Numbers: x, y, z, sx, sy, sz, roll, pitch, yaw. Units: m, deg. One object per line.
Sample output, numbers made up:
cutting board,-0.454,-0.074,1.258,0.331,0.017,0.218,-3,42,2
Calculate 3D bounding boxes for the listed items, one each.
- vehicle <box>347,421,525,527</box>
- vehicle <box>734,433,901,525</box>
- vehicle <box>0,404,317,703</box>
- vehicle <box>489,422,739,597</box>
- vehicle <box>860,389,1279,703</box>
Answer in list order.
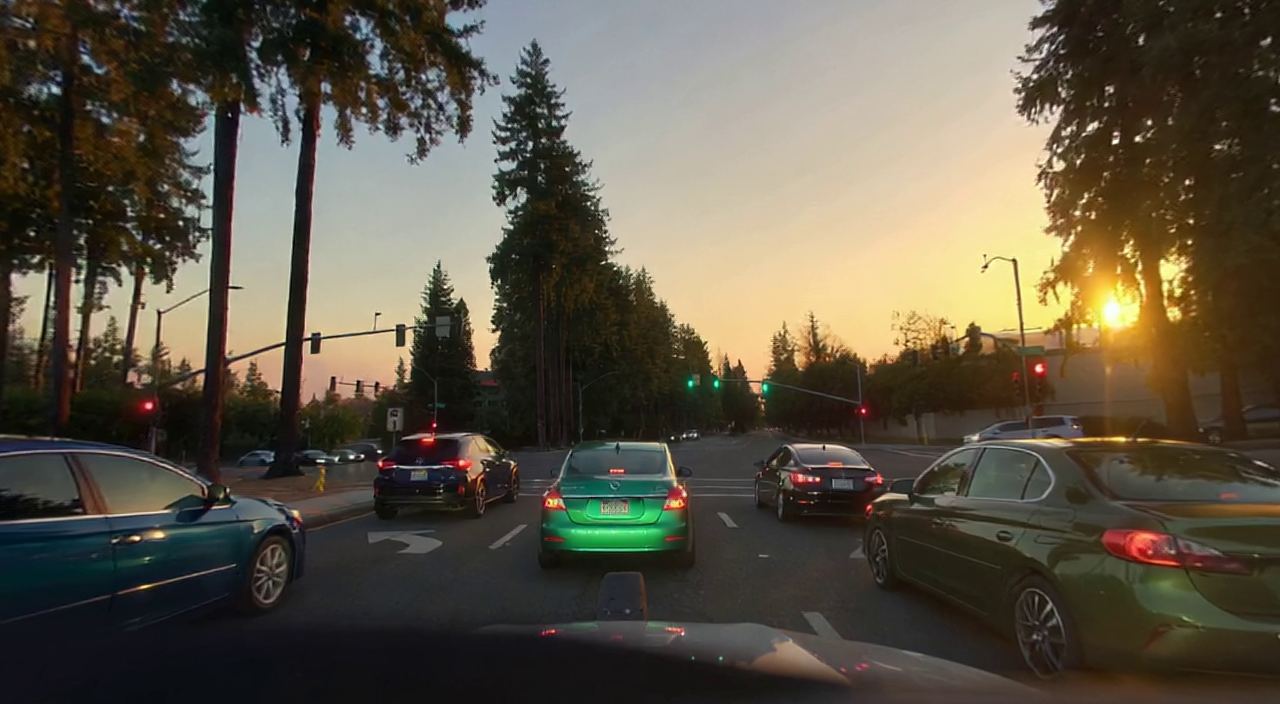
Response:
vehicle,-3.731,2.313,12.478,1.961,1.714,4.268,0,-8,2
vehicle,3.174,2.336,12.327,1.975,1.460,4.357,0,-8,0
vehicle,-3.654,1.021,2.995,1.935,1.482,4.433,0,-8,-1
vehicle,-0.259,1.640,7.403,2.147,1.479,3.803,0,-8,-1
vehicle,3.132,1.151,4.055,1.903,1.480,4.270,0,-8,0
